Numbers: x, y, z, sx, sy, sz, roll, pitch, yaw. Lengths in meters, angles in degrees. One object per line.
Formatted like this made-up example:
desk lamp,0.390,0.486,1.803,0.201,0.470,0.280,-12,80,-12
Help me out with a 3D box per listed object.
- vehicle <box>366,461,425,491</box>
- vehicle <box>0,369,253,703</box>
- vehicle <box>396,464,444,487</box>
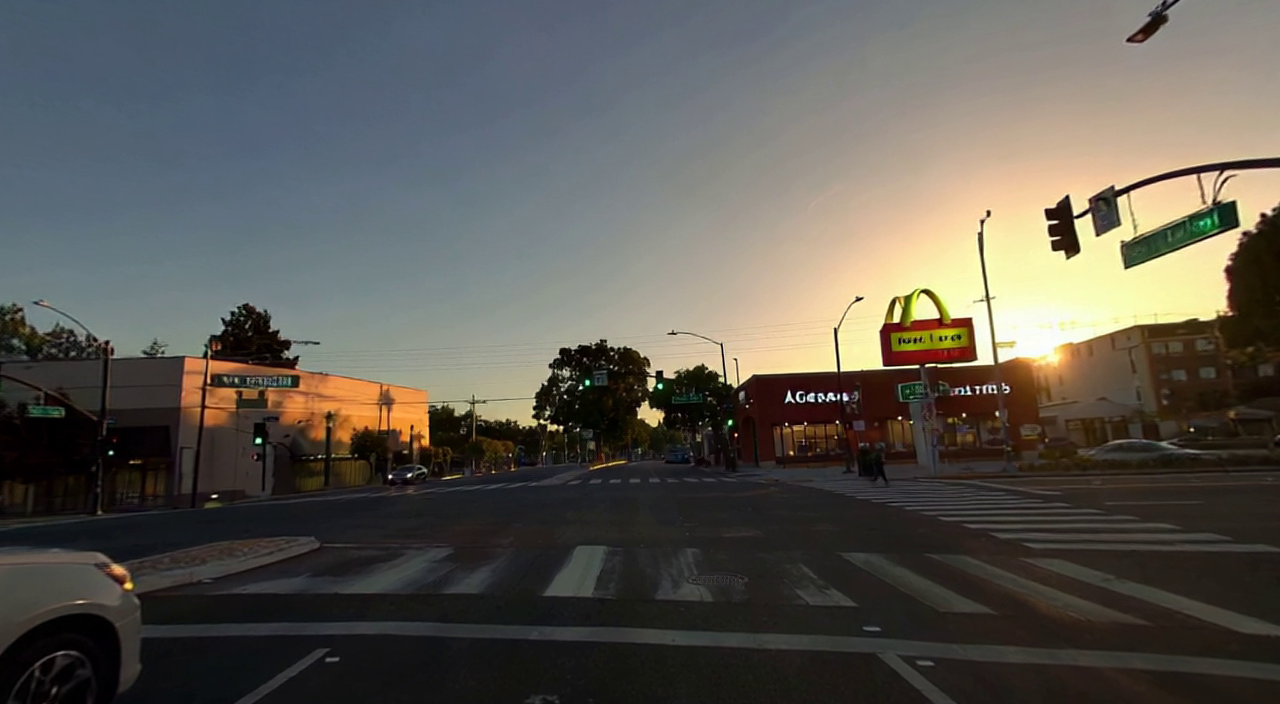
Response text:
vehicle,-19.219,9.735,49.763,2.227,2.033,5.614,0,-9,2
vehicle,-3.418,0.754,1.393,2.081,1.644,4.523,0,-9,3
vehicle,-15.751,8.854,45.284,1.931,1.471,4.152,0,-9,0
